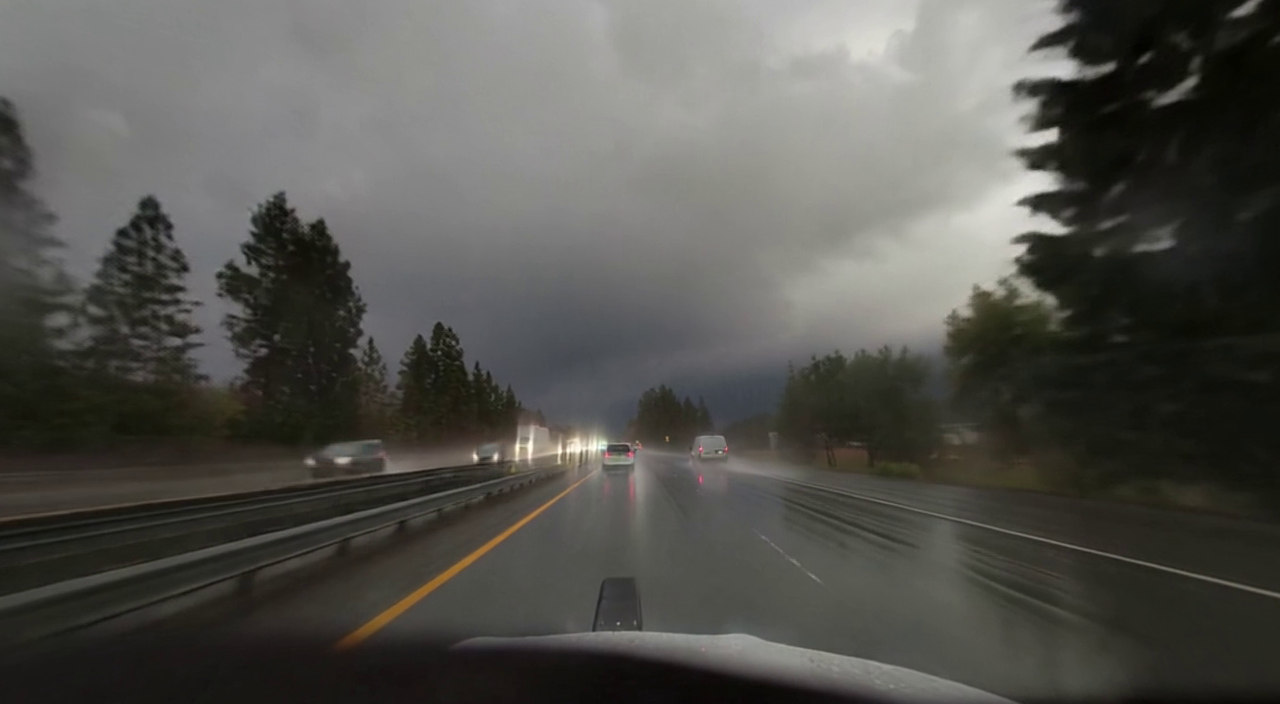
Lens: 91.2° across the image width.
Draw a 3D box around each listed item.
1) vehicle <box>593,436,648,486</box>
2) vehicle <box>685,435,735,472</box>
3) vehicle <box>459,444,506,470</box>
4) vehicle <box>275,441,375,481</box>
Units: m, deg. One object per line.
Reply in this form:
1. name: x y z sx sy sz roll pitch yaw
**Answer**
1. vehicle: -0.719 4.180 24.317 1.963 1.711 4.284 0 -9 -1
2. vehicle: 3.832 5.667 35.213 2.179 1.930 4.538 0 -9 -1
3. vehicle: -9.675 6.458 38.731 1.876 1.507 4.031 0 -9 -1
4. vehicle: -13.679 4.740 27.597 1.932 1.561 4.735 0 -9 0
